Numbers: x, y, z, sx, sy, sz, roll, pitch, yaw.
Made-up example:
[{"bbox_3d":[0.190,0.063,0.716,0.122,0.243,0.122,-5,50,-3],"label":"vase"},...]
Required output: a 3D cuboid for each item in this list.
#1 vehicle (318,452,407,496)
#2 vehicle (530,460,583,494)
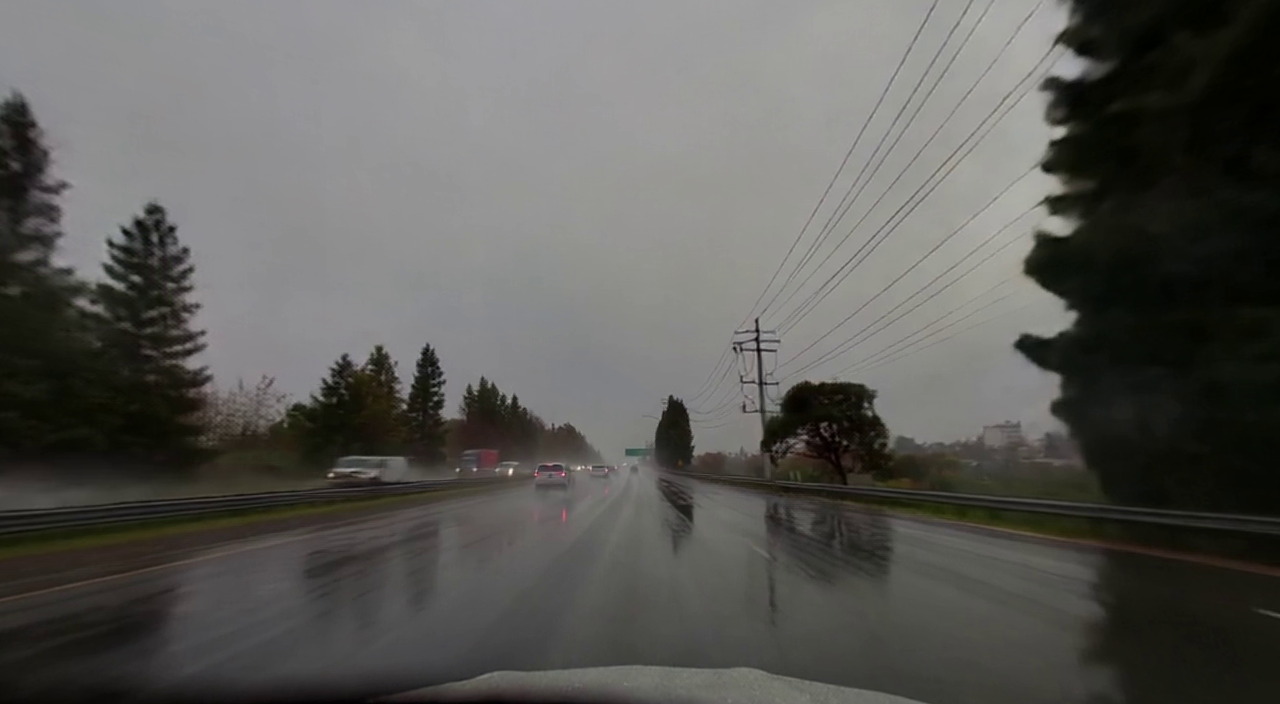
[{"bbox_3d":[-12.850,5.705,29.531,2.106,1.829,4.287,1,-10,0],"label":"vehicle"},{"bbox_3d":[-4.037,6.149,31.052,1.963,1.501,4.227,1,-10,1],"label":"vehicle"}]
